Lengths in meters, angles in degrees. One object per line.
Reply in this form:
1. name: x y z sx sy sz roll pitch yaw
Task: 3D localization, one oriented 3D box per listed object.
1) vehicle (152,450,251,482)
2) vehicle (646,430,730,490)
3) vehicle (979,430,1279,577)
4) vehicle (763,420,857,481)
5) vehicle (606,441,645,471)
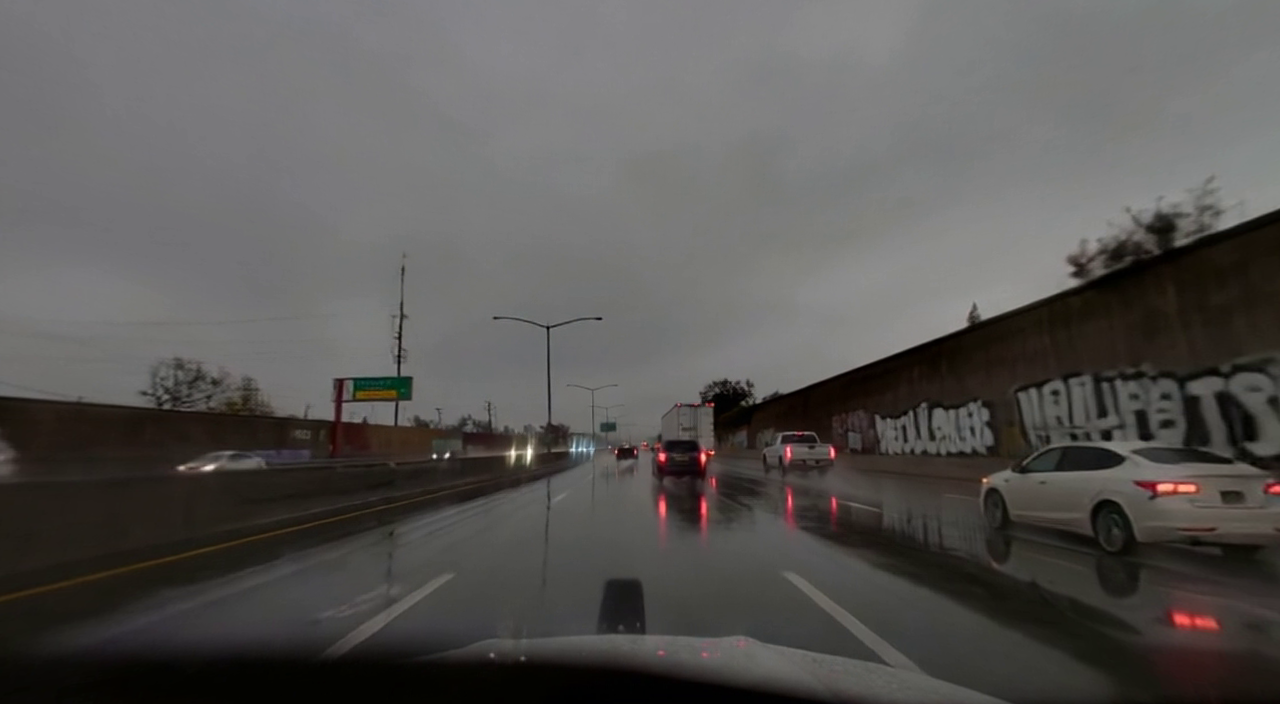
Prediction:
1. vehicle: -20.628 5.343 29.947 1.851 1.389 4.016 0 -9 0
2. vehicle: 1.524 3.769 22.298 2.249 1.843 5.176 0 -9 -4
3. vehicle: 7.040 1.905 8.823 1.915 1.476 4.677 0 -9 -1
4. vehicle: 7.266 4.338 27.838 2.322 2.360 6.433 0 -9 0
5. vehicle: -0.811 5.958 36.320 2.073 1.640 3.990 0 -9 -1
